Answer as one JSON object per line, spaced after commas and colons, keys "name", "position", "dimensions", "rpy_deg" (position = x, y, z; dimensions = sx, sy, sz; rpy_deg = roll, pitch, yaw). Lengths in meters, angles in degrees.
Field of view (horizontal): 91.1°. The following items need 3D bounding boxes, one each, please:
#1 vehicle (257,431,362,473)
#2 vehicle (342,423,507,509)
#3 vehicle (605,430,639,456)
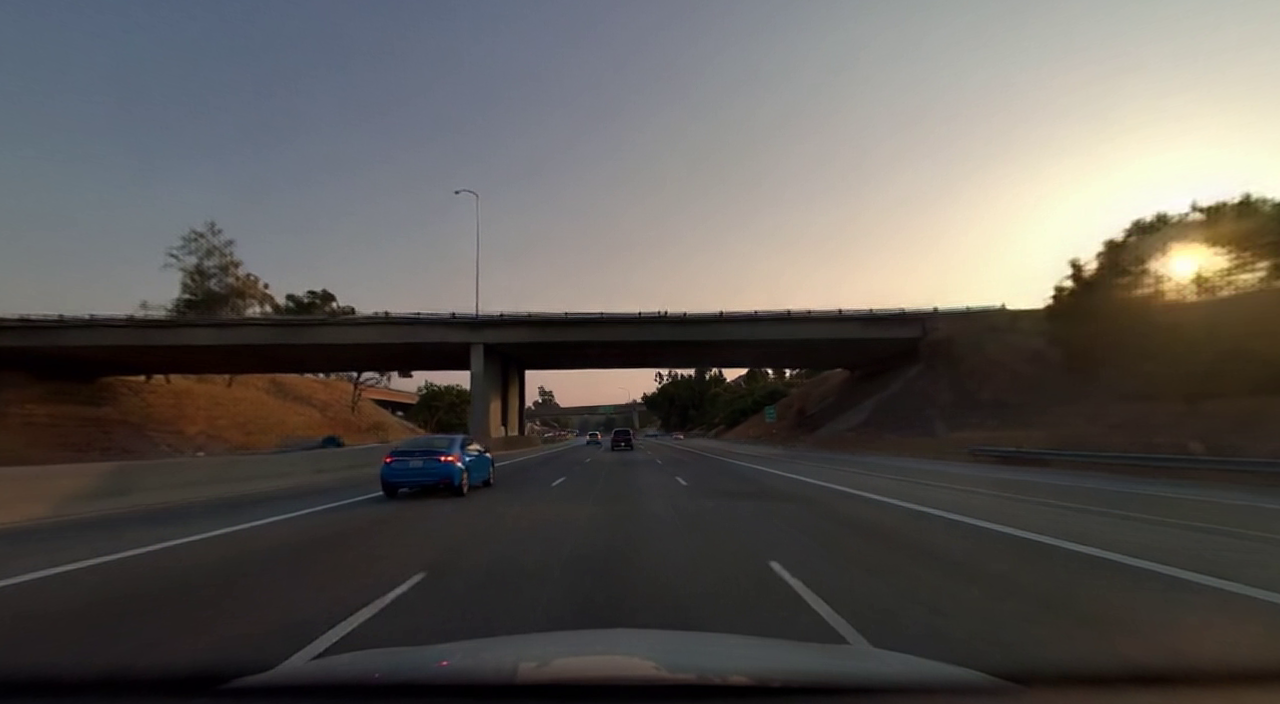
{"name": "vehicle", "position": [-13.699, 4.154, 26.446], "dimensions": [1.960, 1.580, 4.527], "rpy_deg": [0, -8, 0]}
{"name": "vehicle", "position": [-4.369, 2.367, 13.644], "dimensions": [2.017, 1.537, 4.496], "rpy_deg": [0, -8, 0]}
{"name": "vehicle", "position": [-1.155, 5.938, 41.287], "dimensions": [2.116, 1.625, 4.004], "rpy_deg": [0, -8, 0]}
